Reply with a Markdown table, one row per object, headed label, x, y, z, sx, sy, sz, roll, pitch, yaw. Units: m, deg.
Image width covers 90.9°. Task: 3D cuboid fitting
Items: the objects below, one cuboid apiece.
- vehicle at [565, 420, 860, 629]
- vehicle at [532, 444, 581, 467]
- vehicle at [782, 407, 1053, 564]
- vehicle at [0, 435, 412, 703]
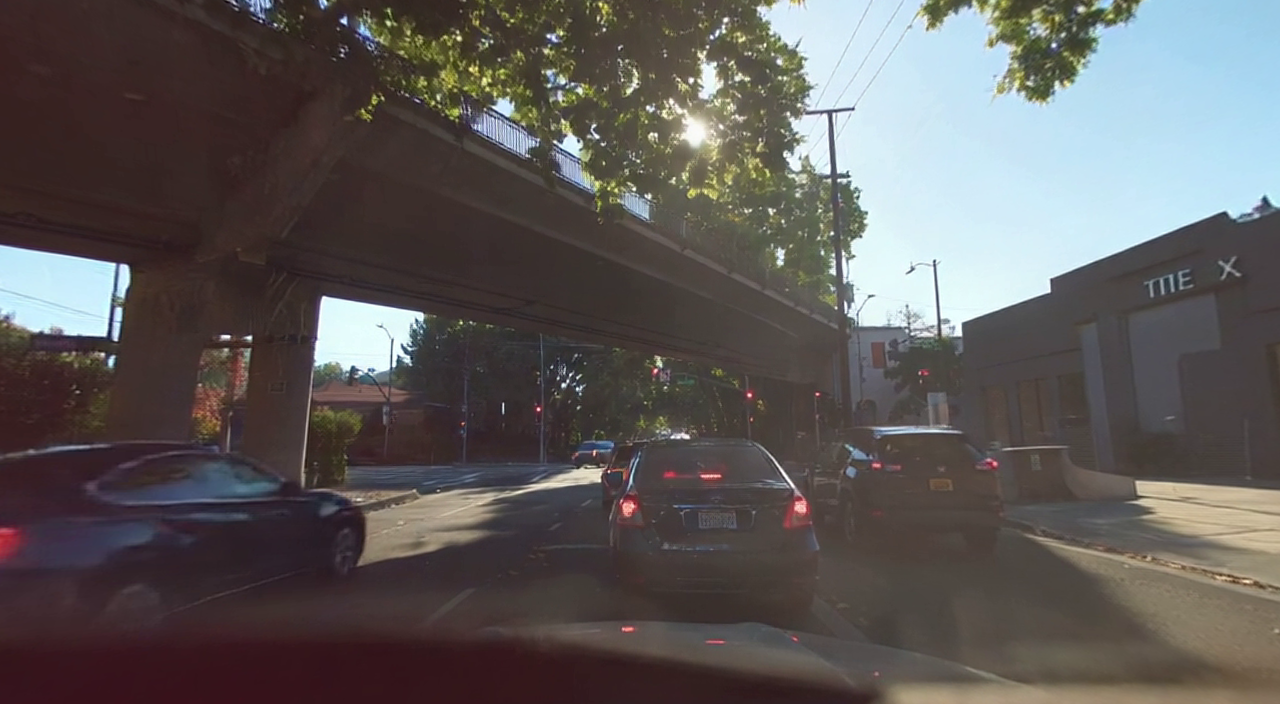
| label | x | y | z | sx | sy | sz | roll | pitch | yaw |
| --- | --- | --- | --- | --- | --- | --- | --- | --- | --- |
| vehicle | 0.515 | 1.544 | 6.669 | 2.101 | 1.467 | 4.210 | 0 | -8 | 0 |
| vehicle | -5.550 | 6.929 | 42.384 | 1.873 | 1.462 | 4.283 | -2 | -9 | 12 |
| vehicle | 3.705 | 1.866 | 9.569 | 2.062 | 1.781 | 4.488 | 0 | -8 | 0 |
| vehicle | -3.903 | 1.489 | 5.316 | 2.082 | 1.484 | 4.865 | 0 | -8 | 1 |
